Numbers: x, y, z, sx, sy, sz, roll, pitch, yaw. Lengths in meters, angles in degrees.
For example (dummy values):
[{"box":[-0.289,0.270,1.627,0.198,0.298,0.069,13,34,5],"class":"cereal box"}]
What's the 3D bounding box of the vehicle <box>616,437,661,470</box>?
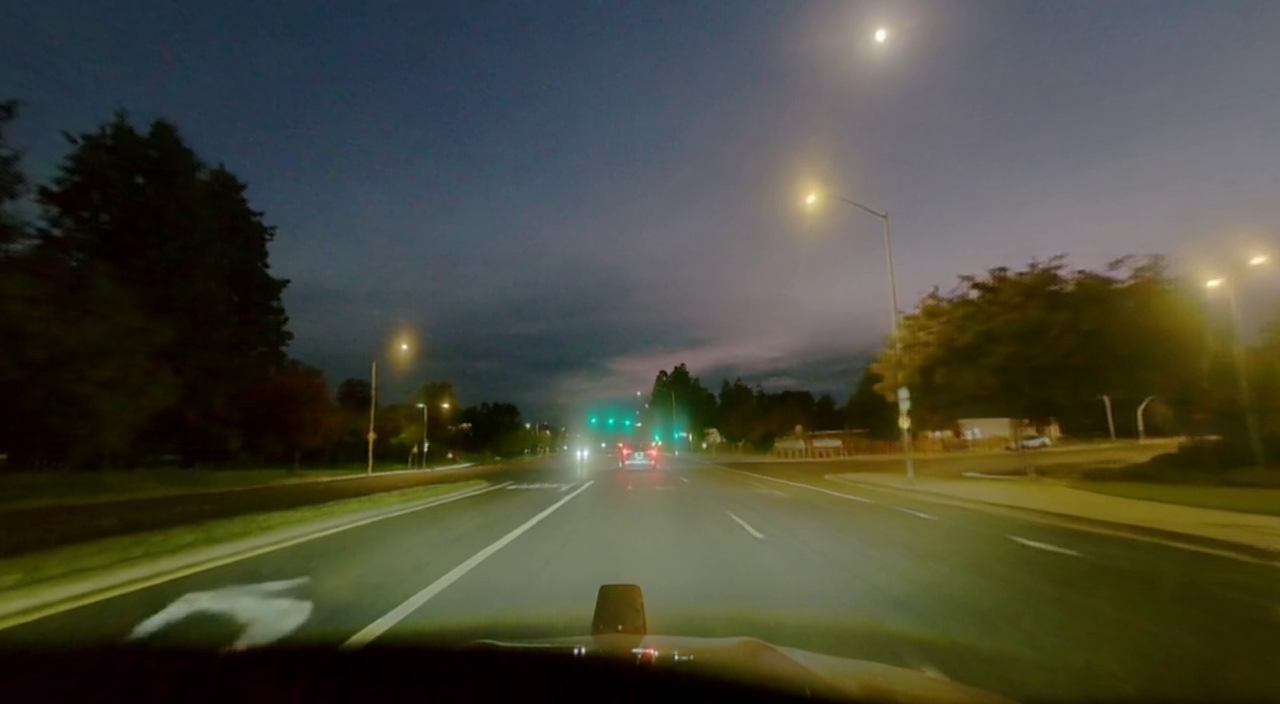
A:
[{"box":[-0.161,5.812,36.124,2.165,1.783,4.391,1,-9,-5],"class":"vehicle"}]
